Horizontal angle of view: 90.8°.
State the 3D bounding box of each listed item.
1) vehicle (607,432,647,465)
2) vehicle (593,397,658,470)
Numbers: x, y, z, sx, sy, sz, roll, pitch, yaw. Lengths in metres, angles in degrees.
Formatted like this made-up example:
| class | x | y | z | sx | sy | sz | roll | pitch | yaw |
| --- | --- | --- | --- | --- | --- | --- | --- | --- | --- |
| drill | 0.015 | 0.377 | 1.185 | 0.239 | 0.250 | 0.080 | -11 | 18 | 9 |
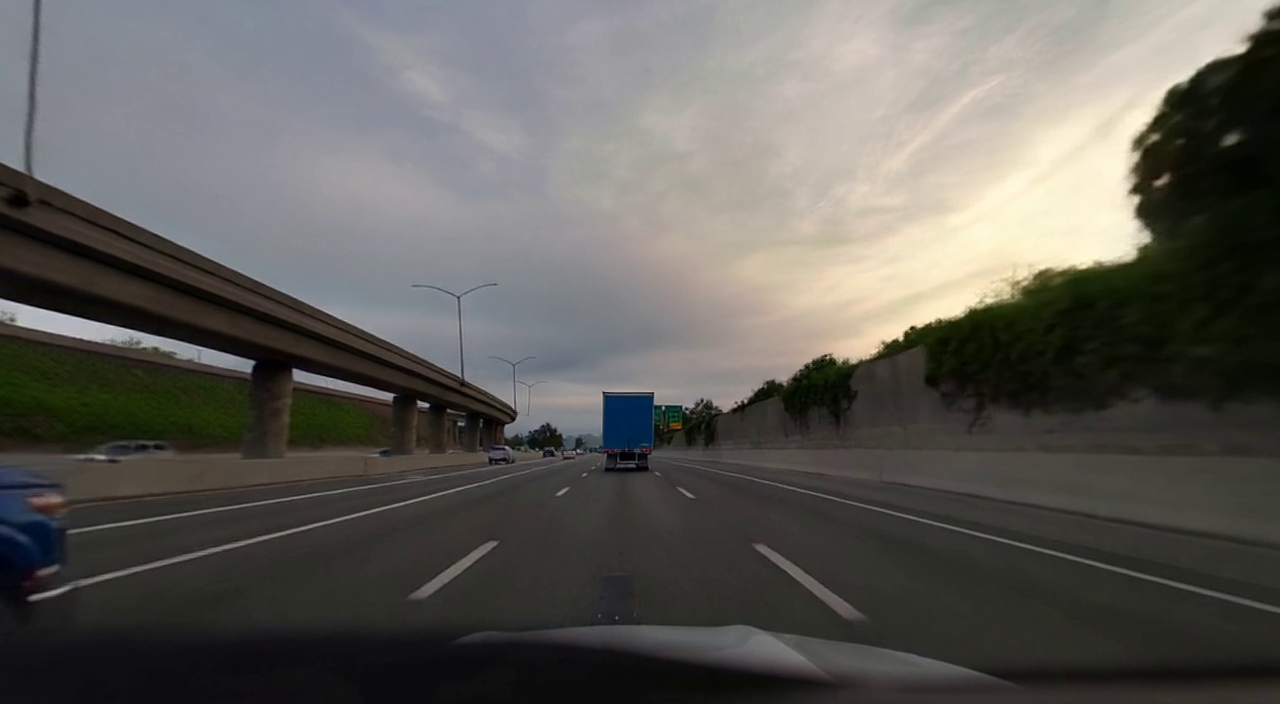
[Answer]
| class | x | y | z | sx | sy | sz | roll | pitch | yaw |
| --- | --- | --- | --- | --- | --- | --- | --- | --- | --- |
| vehicle | -0.731 | 5.343 | 35.007 | 2.052 | 1.666 | 4.358 | 1 | -9 | -2 |
| vehicle | -0.843 | 5.037 | 37.850 | 3.233 | 3.678 | 11.032 | 1 | -9 | -1 |
